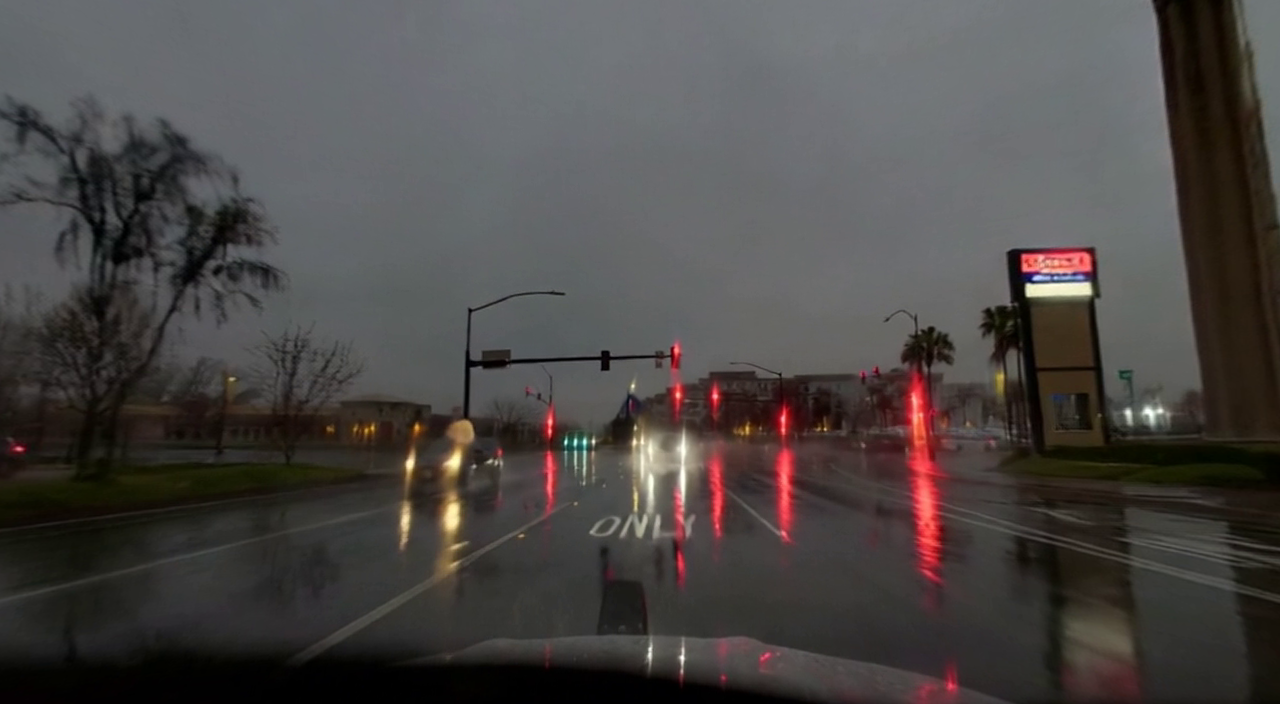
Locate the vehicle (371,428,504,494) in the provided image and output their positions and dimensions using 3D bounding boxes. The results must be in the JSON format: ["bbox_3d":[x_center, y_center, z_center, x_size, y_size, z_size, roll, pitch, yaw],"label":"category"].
[{"bbox_3d":[-6.694,3.711,21.746,2.366,1.941,5.823,-1,-9,3],"label":"vehicle"}]

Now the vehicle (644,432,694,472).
[{"bbox_3d":[1.662,5.697,35.907,2.590,2.080,5.284,0,-9,3],"label":"vehicle"}]

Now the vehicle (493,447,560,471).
[{"bbox_3d":[-7.589,7.053,41.688,4.668,1.469,1.984,-8,-12,44],"label":"vehicle"}]
